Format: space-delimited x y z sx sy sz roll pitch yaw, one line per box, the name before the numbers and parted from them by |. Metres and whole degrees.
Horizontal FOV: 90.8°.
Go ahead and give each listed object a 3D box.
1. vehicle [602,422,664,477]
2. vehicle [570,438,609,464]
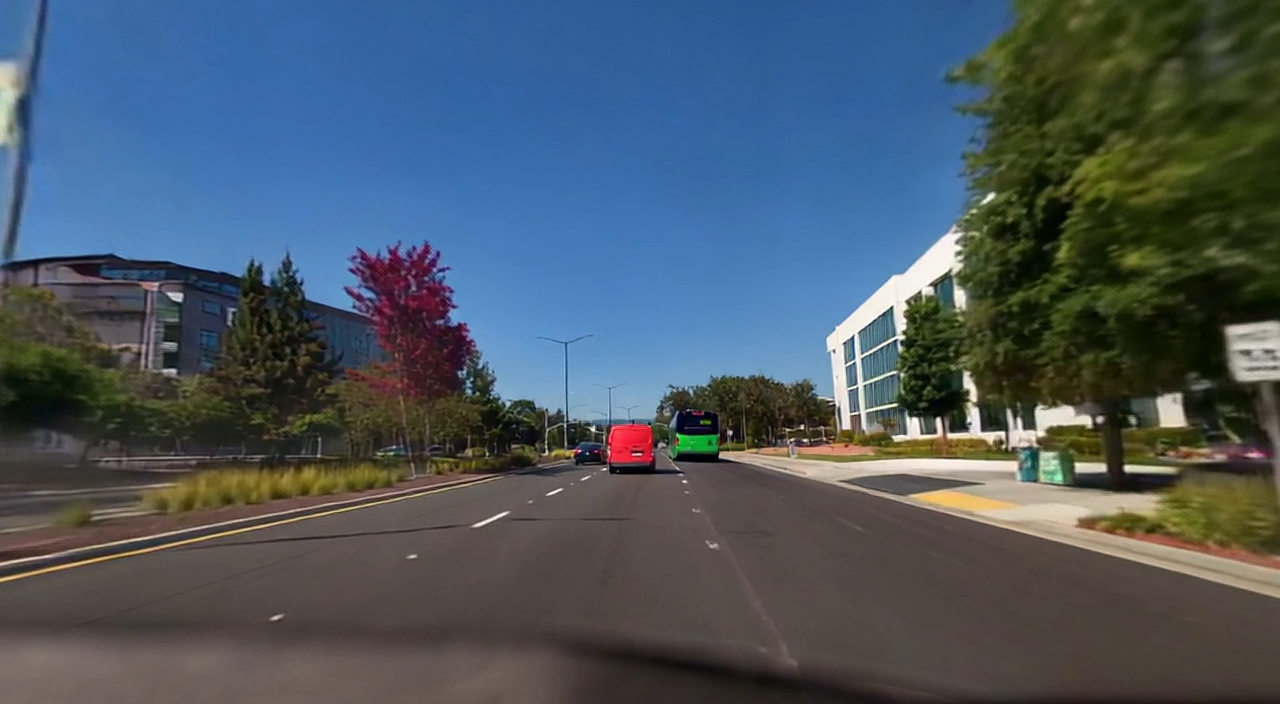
vehicle | -0.182 4.183 27.160 2.336 2.122 5.207 -1 -9 3
vehicle | -3.374 6.699 42.771 2.109 1.672 4.256 -1 -9 3
